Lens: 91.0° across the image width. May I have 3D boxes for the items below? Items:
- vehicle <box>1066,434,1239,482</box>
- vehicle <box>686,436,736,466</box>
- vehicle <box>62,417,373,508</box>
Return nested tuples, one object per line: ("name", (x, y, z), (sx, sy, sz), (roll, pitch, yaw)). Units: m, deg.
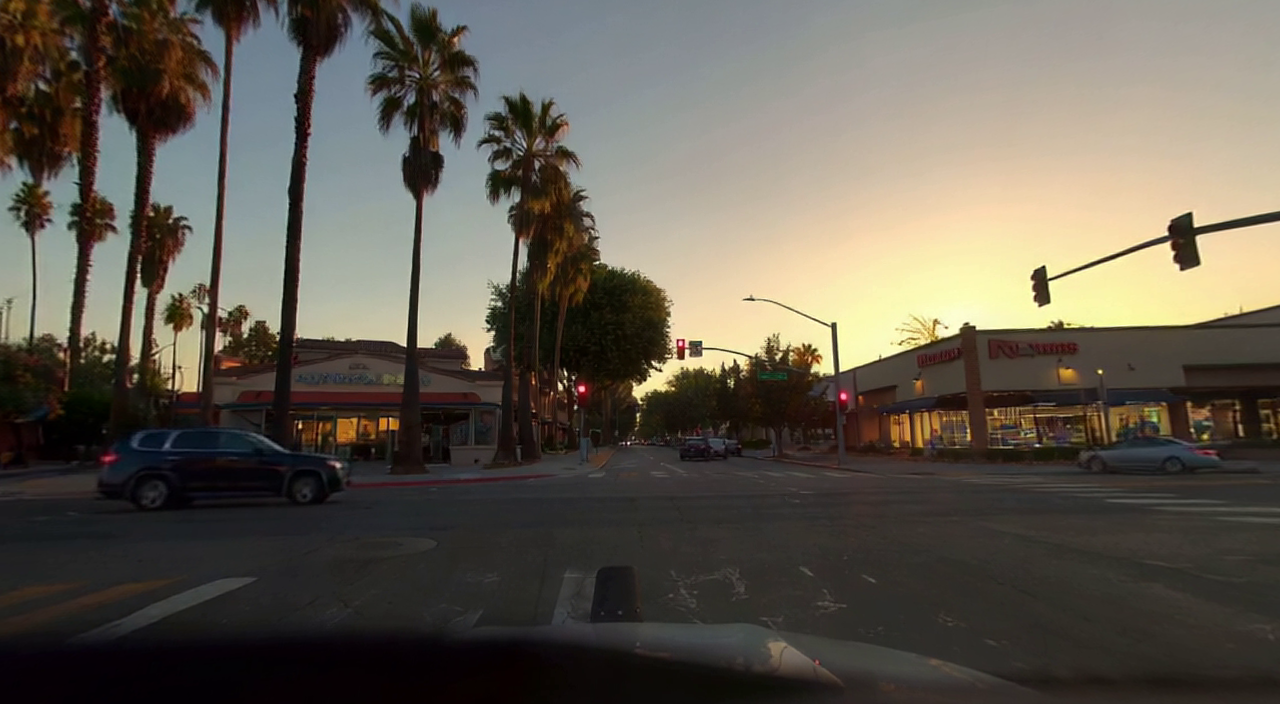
("vehicle", (19.815, 4.100, 24.590), (4.722, 1.717, 2.000), (-2, -9, 13))
("vehicle", (4.248, 5.794, 37.018), (1.999, 1.653, 4.603), (-3, -9, 18))
("vehicle", (-9.738, 2.604, 15.025), (5.619, 1.951, 2.321), (0, -8, -3))
